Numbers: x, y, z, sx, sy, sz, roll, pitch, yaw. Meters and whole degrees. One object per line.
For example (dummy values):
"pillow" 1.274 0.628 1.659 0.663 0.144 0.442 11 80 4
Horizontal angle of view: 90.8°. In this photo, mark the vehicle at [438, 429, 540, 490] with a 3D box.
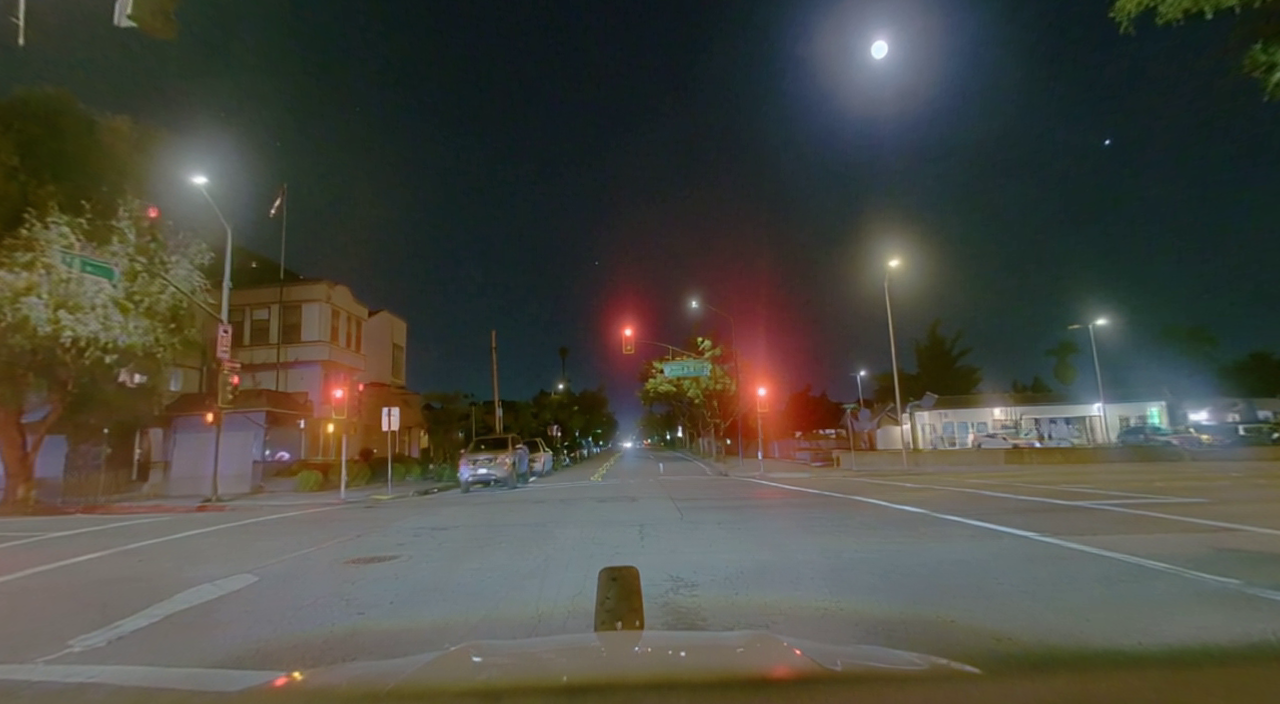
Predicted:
"vehicle" -6.514 4.776 28.524 2.896 2.339 7.322 0 -8 -1

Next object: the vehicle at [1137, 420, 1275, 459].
"vehicle" 33.254 5.164 37.243 5.969 2.149 2.331 0 -9 -3

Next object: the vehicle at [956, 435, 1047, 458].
"vehicle" 25.002 6.556 43.839 5.172 1.515 1.851 0 -8 -2

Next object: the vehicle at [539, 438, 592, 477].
"vehicle" -3.667 5.287 31.889 2.120 1.783 4.788 0 -9 0
